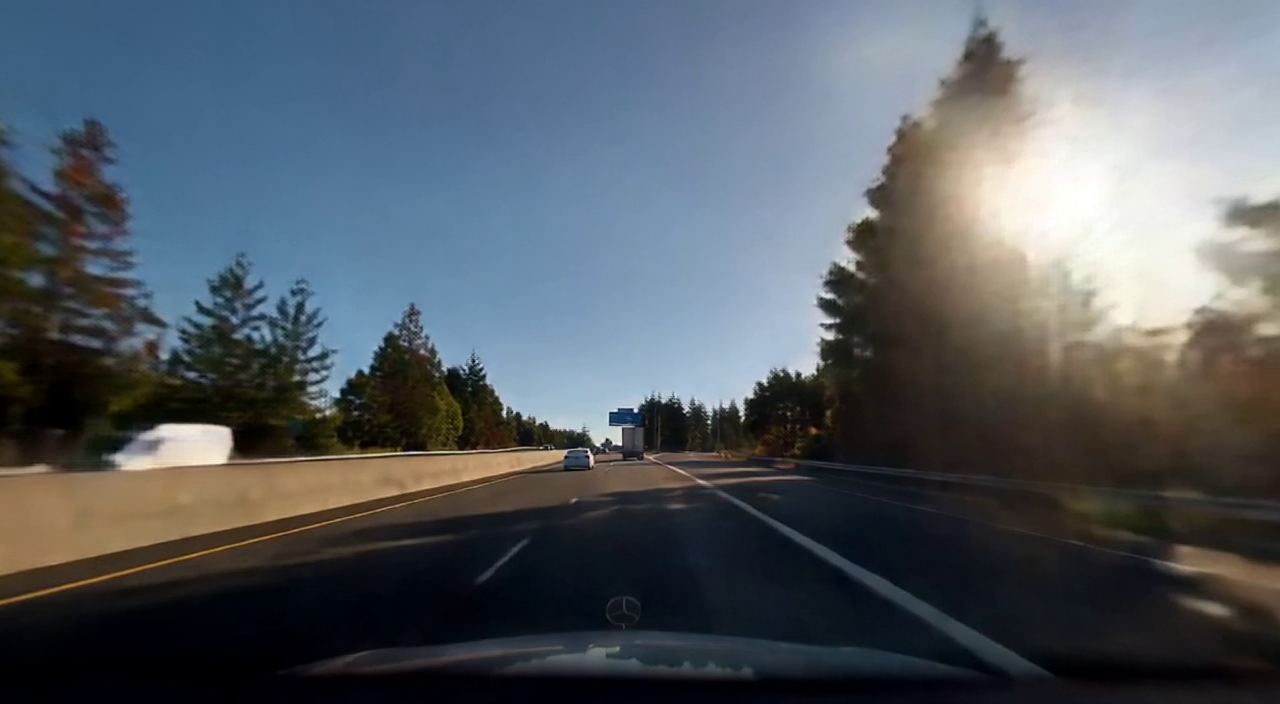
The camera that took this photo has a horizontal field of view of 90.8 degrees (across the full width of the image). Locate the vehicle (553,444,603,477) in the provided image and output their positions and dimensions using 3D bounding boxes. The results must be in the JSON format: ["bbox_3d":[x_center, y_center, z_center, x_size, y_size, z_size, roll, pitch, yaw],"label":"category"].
[{"bbox_3d":[-3.128,5.625,32.963,2.184,1.574,5.004,0,-9,-1],"label":"vehicle"}]

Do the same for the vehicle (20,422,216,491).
[{"bbox_3d":[-16.707,3.384,20.668,2.213,1.948,4.866,0,-9,0],"label":"vehicle"}]
